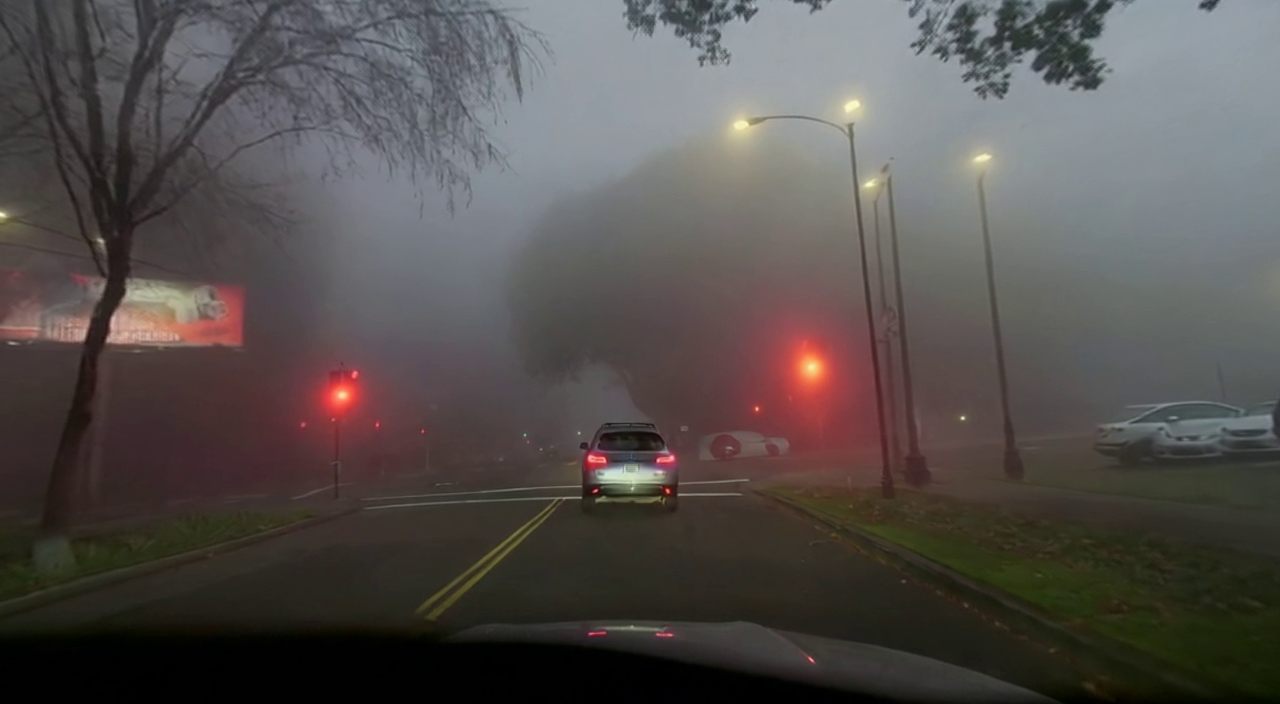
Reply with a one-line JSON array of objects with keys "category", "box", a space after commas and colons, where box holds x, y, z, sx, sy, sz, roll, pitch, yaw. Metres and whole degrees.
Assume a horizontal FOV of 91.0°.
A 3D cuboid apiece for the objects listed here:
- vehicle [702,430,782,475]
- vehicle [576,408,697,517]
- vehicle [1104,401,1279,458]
[{"category": "vehicle", "box": [3.977, 3.835, 24.241, 1.716, 1.602, 3.403, -6, -10, 33]}, {"category": "vehicle", "box": [-0.130, 2.241, 13.152, 2.142, 1.904, 3.816, 0, -8, -2]}, {"category": "vehicle", "box": [15.735, 2.214, 17.752, 3.750, 1.502, 1.781, -2, -8, 13]}]
